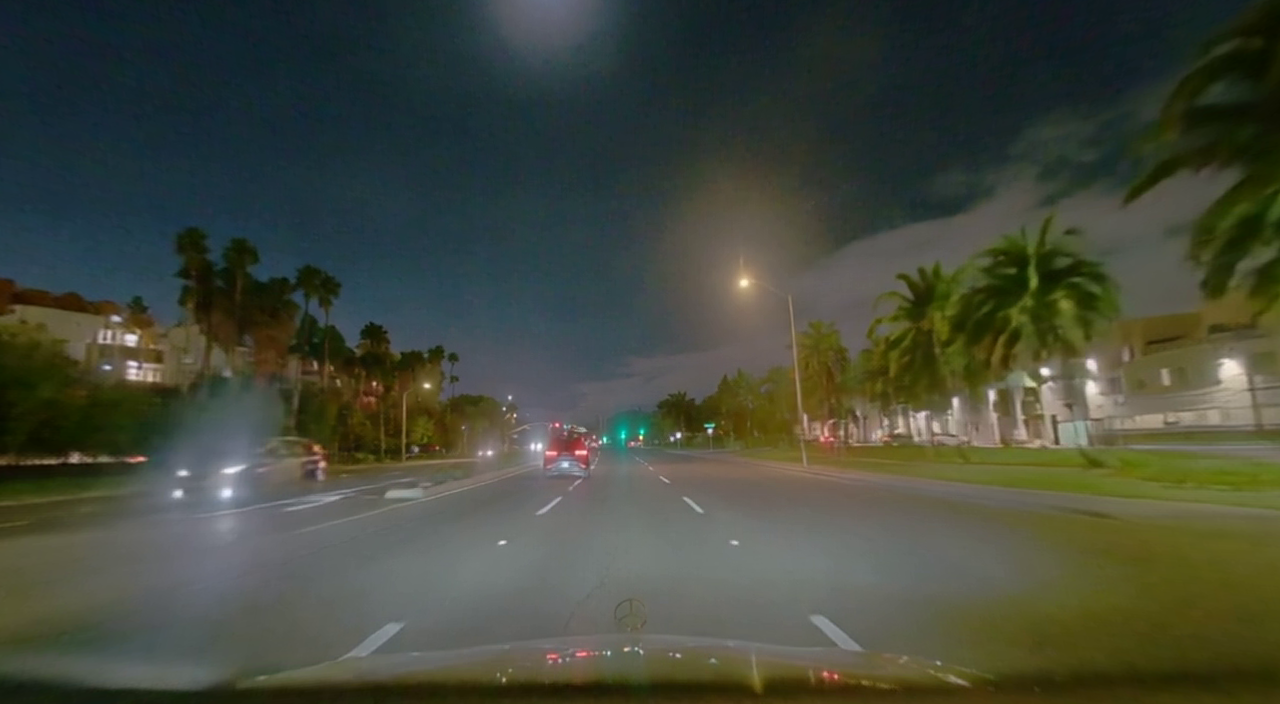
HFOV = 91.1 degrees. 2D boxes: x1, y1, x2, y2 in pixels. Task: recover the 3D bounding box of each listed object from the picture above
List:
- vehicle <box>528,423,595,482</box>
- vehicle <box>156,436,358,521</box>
[{"bbox_3d":[-3.203,4.249,26.742,2.507,2.161,6.049,1,-9,-5],"label":"vehicle"},{"bbox_3d":[-8.792,2.915,15.035,2.114,1.698,4.415,0,-9,-2],"label":"vehicle"}]
